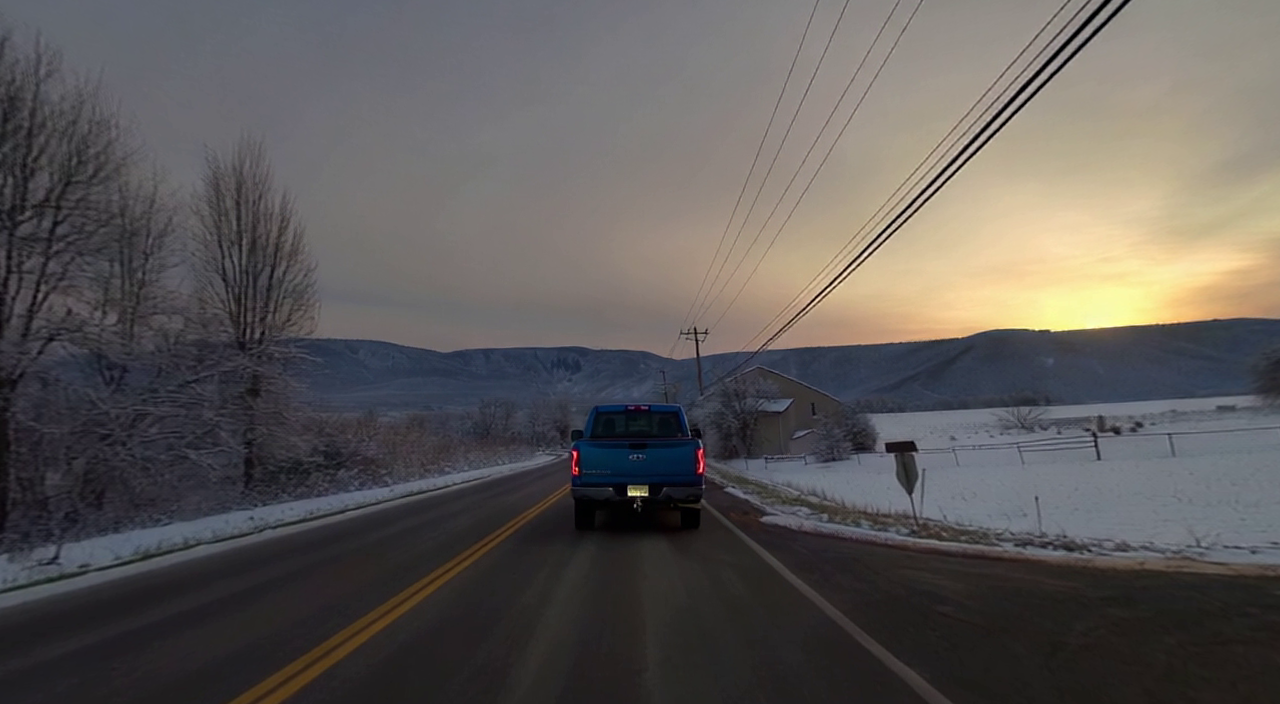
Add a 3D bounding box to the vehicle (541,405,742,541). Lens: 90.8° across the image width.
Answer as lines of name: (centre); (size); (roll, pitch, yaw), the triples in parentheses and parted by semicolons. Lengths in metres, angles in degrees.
vehicle: (-0.061, 2.110, 11.754); (2.774, 1.861, 5.885); (0, -8, -2)
